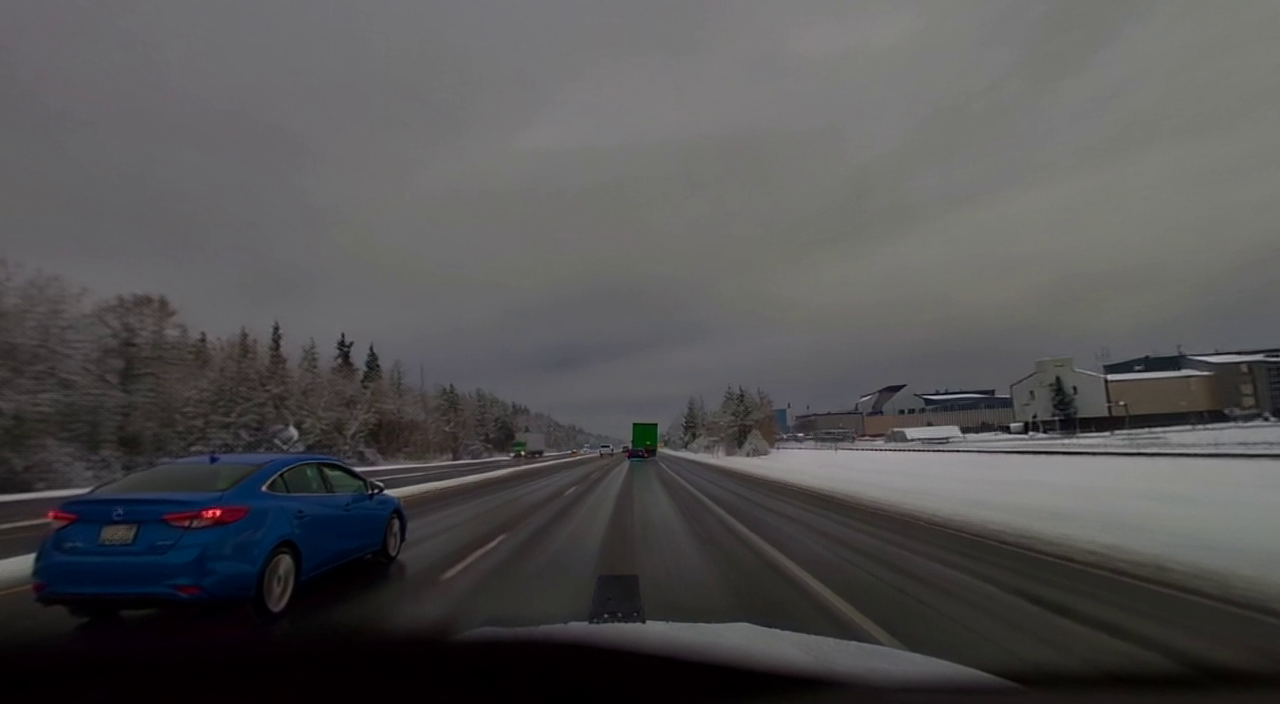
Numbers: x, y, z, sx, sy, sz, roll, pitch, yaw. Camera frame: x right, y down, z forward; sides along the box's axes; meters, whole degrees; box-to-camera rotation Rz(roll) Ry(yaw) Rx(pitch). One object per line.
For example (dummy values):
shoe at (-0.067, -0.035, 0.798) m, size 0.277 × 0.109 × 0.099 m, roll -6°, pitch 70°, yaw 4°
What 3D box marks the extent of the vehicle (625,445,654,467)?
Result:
vehicle at (-0.034, 7.864, 47.703) m, size 2.094 × 1.559 × 3.945 m, roll 0°, pitch -9°, yaw 0°
